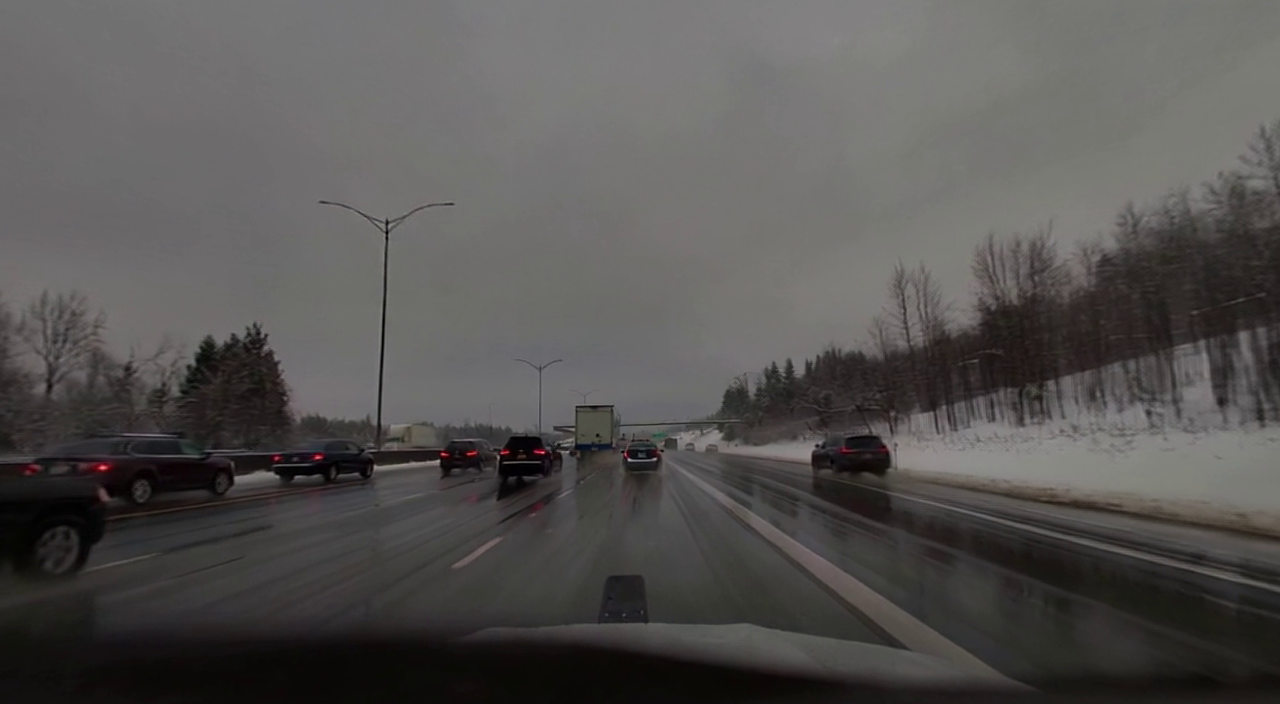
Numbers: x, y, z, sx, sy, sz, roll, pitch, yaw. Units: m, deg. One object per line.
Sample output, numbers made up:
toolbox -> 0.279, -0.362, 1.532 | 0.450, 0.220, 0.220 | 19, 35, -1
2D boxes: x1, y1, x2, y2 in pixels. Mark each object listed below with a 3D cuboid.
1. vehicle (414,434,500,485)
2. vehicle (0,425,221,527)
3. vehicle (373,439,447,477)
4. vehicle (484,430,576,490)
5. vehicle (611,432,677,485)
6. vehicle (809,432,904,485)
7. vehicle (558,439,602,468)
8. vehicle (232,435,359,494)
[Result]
vehicle -> -6.938, 4.093, 24.379 | 1.998, 1.770, 4.222 | 0, -8, 1
vehicle -> -11.214, 2.478, 13.171 | 1.871, 1.747, 4.342 | 0, -8, 0
vehicle -> -10.812, 5.008, 30.005 | 1.894, 1.669, 4.251 | 0, -8, 0
vehicle -> -3.563, 3.594, 21.385 | 2.125, 1.792, 4.466 | 0, -8, 2
vehicle -> 0.153, 3.824, 22.868 | 2.180, 1.716, 3.920 | 0, -8, 1
vehicle -> 7.729, 3.838, 23.038 | 2.026, 1.718, 4.522 | -1, -8, 3
vehicle -> -3.656, 6.281, 39.167 | 2.243, 1.683, 4.178 | 0, -8, 1
vehicle -> -10.962, 3.591, 20.447 | 1.863, 1.696, 3.885 | 0, -8, 1
